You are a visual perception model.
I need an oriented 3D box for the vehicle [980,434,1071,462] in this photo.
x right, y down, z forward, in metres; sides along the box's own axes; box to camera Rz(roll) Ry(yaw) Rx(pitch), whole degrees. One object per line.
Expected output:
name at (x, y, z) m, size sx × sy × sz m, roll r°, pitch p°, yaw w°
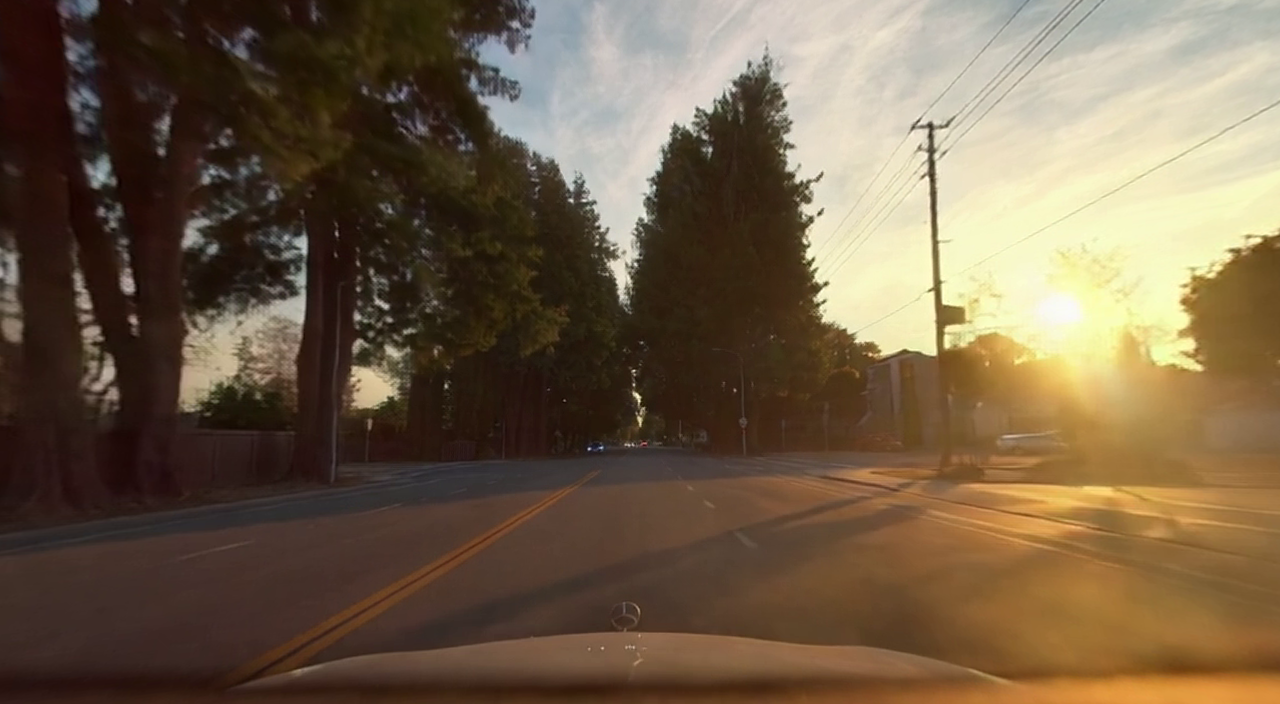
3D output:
vehicle at (24.515, 6.139, 40.202) m, size 4.508 × 1.687 × 2.070 m, roll -2°, pitch -9°, yaw 17°
